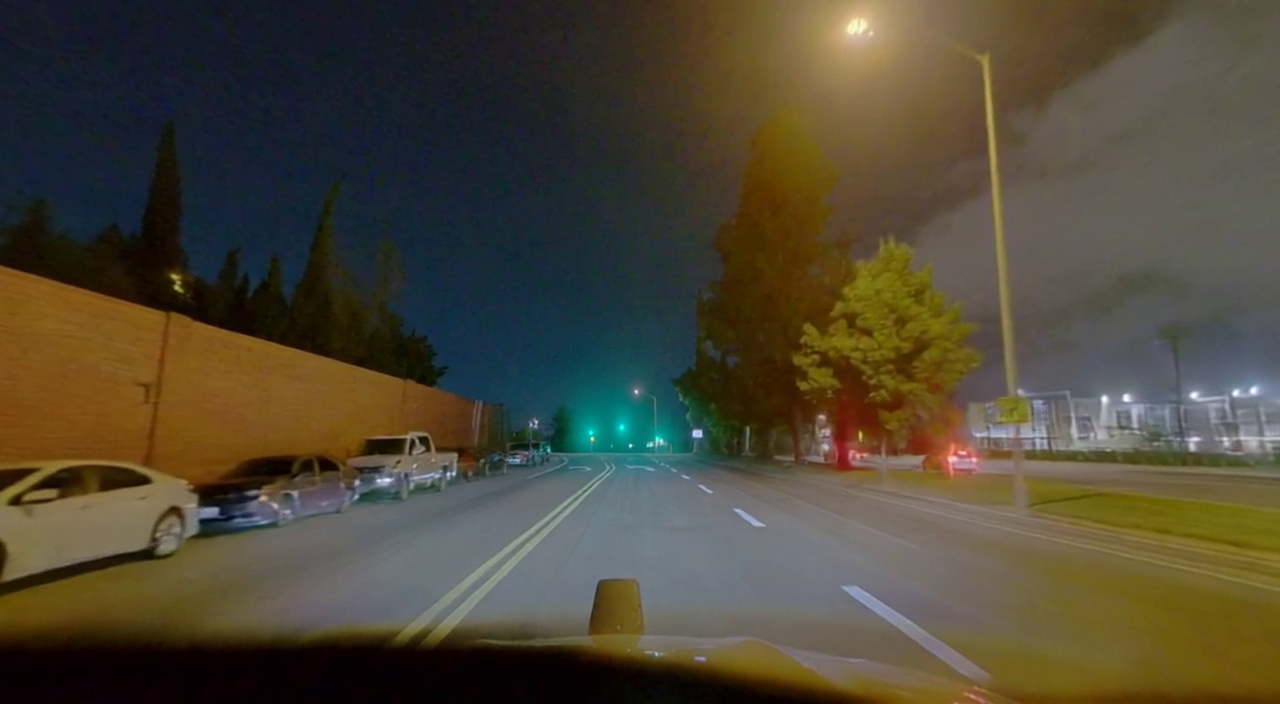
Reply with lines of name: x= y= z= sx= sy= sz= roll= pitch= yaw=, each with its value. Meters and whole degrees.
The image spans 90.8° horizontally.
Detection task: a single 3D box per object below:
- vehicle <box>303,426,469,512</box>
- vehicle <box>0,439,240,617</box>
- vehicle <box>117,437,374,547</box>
vehicle: x=-6.517 y=3.074 z=17.138 sx=2.150 sy=1.854 sz=5.551 roll=2 pitch=-9 yaw=0
vehicle: x=-6.664 y=1.728 z=6.780 sx=1.989 sy=1.485 sz=4.218 roll=1 pitch=-7 yaw=-1
vehicle: x=-6.674 y=2.350 z=11.385 sx=1.794 sy=1.544 sz=4.229 roll=1 pitch=-8 yaw=1
